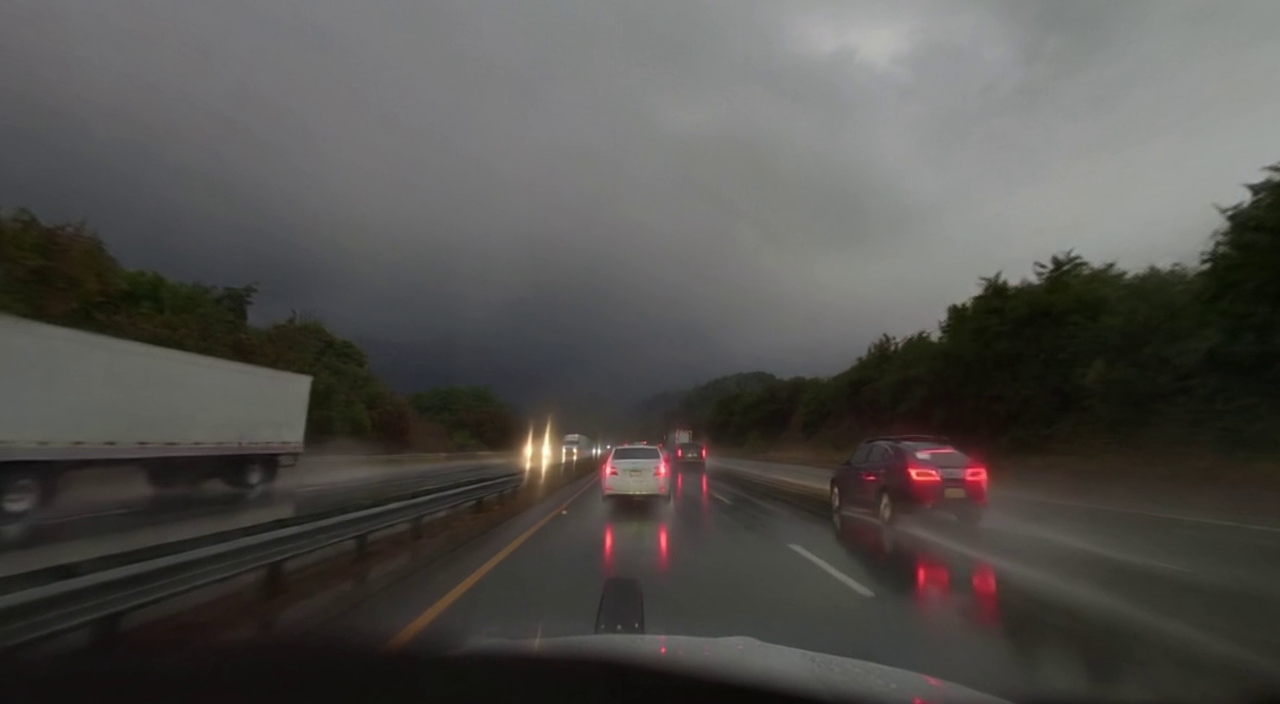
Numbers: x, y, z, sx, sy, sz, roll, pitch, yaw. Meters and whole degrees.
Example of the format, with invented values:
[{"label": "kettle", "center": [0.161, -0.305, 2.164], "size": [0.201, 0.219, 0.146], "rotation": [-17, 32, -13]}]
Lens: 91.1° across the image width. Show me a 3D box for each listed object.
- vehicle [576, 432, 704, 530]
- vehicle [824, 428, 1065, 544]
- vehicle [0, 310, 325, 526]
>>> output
[{"label": "vehicle", "center": [-0.042, 2.403, 12.246], "size": [2.088, 1.580, 3.657], "rotation": [0, -9, -1]}, {"label": "vehicle", "center": [4.672, 2.098, 10.466], "size": [1.931, 1.516, 3.995], "rotation": [0, -9, -1]}, {"label": "vehicle", "center": [-13.764, 2.068, 17.208], "size": [2.868, 4.125, 14.298], "rotation": [0, -9, 0]}]
